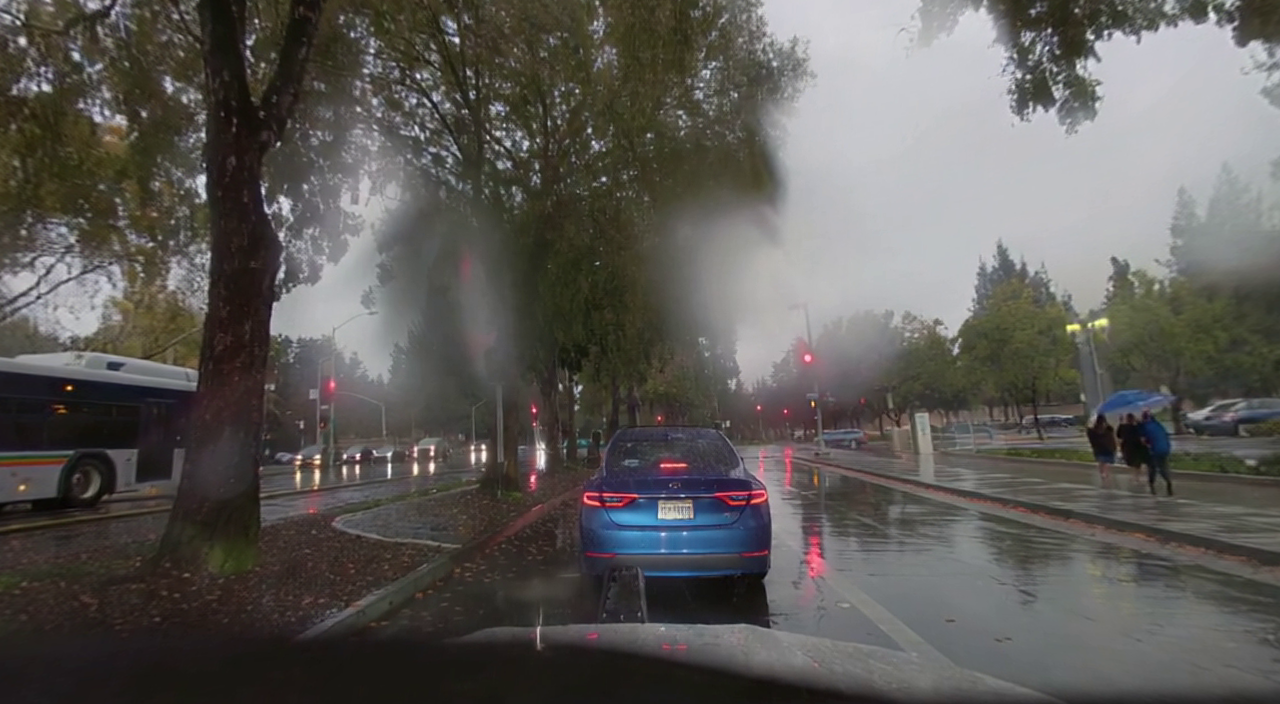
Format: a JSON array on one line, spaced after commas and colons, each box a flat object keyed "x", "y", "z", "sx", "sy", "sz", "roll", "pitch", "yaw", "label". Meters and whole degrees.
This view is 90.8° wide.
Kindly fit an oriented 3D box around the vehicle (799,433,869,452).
[{"x": 15.091, "y": 7.069, "z": 49.329, "sx": 4.830, "sy": 1.461, "sz": 1.883, "roll": 0, "pitch": -8, "yaw": 2, "label": "vehicle"}]

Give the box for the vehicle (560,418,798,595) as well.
[{"x": 0.370, "y": 1.615, "z": 7.393, "sx": 2.035, "sy": 1.499, "sz": 3.799, "roll": 0, "pitch": -8, "yaw": 1, "label": "vehicle"}]
